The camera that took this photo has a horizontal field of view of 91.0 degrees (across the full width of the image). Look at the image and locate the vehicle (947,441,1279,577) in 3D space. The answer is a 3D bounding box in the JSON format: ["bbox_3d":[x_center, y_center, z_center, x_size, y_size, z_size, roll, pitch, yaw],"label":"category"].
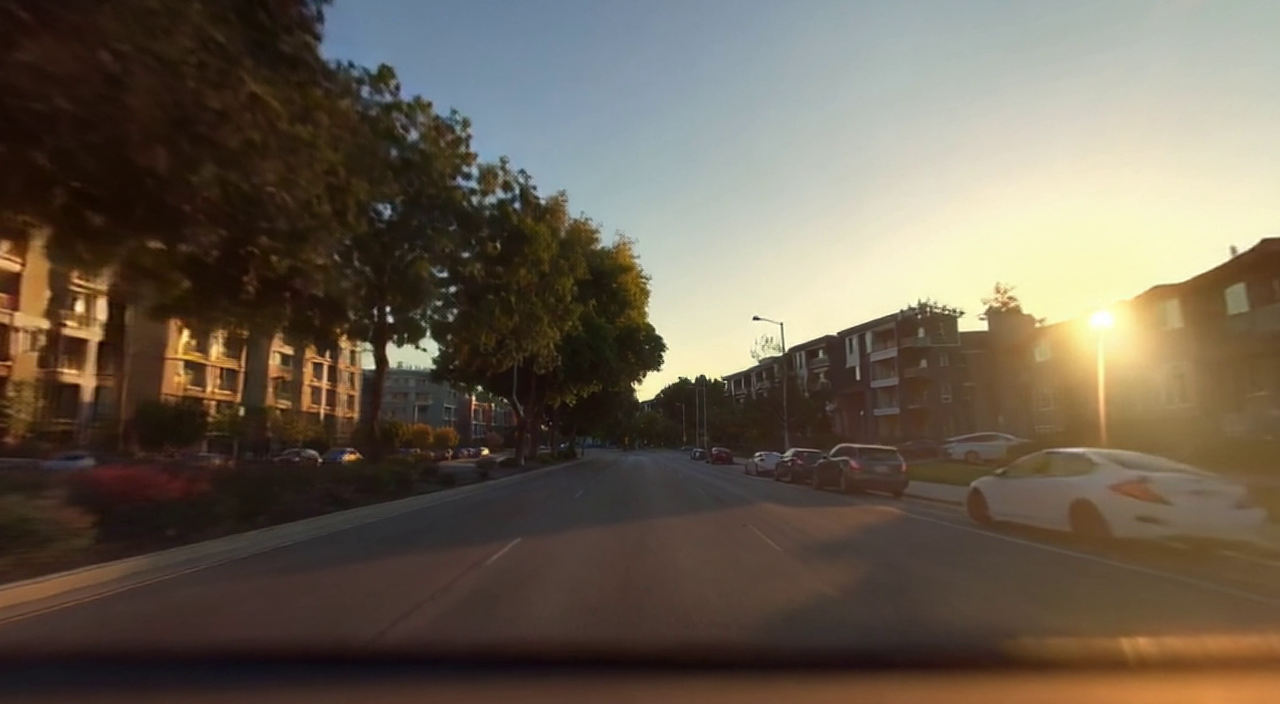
[{"bbox_3d":[6.991,2.075,9.360,2.145,1.470,4.693,1,-8,-5],"label":"vehicle"}]

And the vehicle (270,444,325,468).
[{"bbox_3d":[-25.792,7.814,47.529,1.781,1.666,4.238,0,-8,0],"label":"vehicle"}]

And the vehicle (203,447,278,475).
[{"bbox_3d":[-25.661,6.967,40.594,1.945,1.694,4.329,0,-8,0],"label":"vehicle"}]

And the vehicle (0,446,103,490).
[{"bbox_3d":[-25.897,4.964,27.279,1.730,1.734,4.001,0,-8,-2],"label":"vehicle"}]

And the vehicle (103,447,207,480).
[{"bbox_3d":[-25.861,5.935,33.798,1.996,1.650,4.382,0,-8,2],"label":"vehicle"}]

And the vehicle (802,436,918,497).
[{"bbox_3d":[6.758,3.536,19.928,2.078,1.699,4.292,0,-8,-1],"label":"vehicle"}]
